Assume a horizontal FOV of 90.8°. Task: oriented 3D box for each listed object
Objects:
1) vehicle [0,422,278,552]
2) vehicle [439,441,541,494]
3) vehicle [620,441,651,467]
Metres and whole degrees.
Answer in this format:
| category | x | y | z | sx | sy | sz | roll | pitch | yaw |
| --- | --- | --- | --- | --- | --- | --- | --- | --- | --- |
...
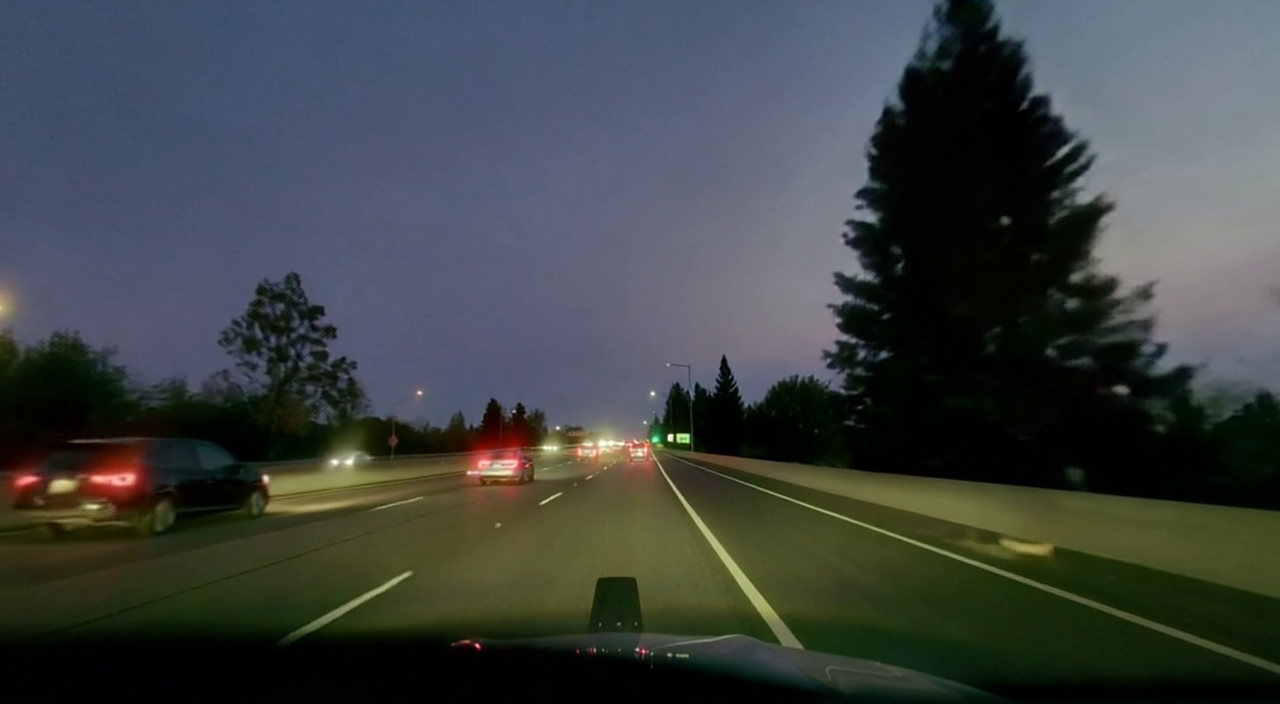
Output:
| category | x | y | z | sx | sy | sz | roll | pitch | yaw |
| --- | --- | --- | --- | --- | --- | --- | --- | --- | --- |
| vehicle | -8.879 | 2.238 | 11.182 | 2.091 | 1.795 | 4.617 | -1 | -9 | 2 |
| vehicle | -4.884 | 3.837 | 21.374 | 2.102 | 1.562 | 4.884 | -1 | -9 | 2 |
| vehicle | -0.316 | 7.483 | 46.523 | 2.179 | 1.742 | 4.396 | 0 | -9 | 0 |
